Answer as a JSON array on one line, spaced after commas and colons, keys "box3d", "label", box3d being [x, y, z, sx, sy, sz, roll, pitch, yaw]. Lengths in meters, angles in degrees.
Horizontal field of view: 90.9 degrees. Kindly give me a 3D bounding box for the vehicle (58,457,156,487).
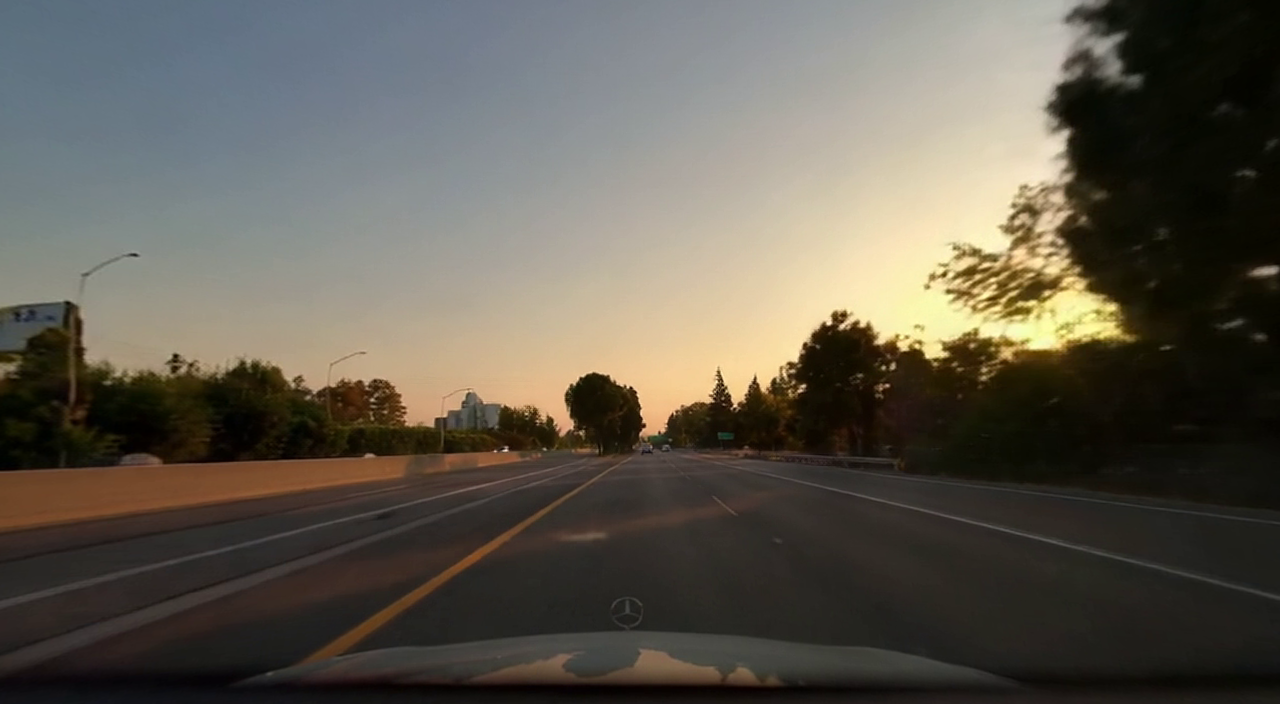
[{"box3d": [-33.347, 7.505, 39.635, 2.031, 1.676, 4.560, -1, -8, 3], "label": "vehicle"}]
